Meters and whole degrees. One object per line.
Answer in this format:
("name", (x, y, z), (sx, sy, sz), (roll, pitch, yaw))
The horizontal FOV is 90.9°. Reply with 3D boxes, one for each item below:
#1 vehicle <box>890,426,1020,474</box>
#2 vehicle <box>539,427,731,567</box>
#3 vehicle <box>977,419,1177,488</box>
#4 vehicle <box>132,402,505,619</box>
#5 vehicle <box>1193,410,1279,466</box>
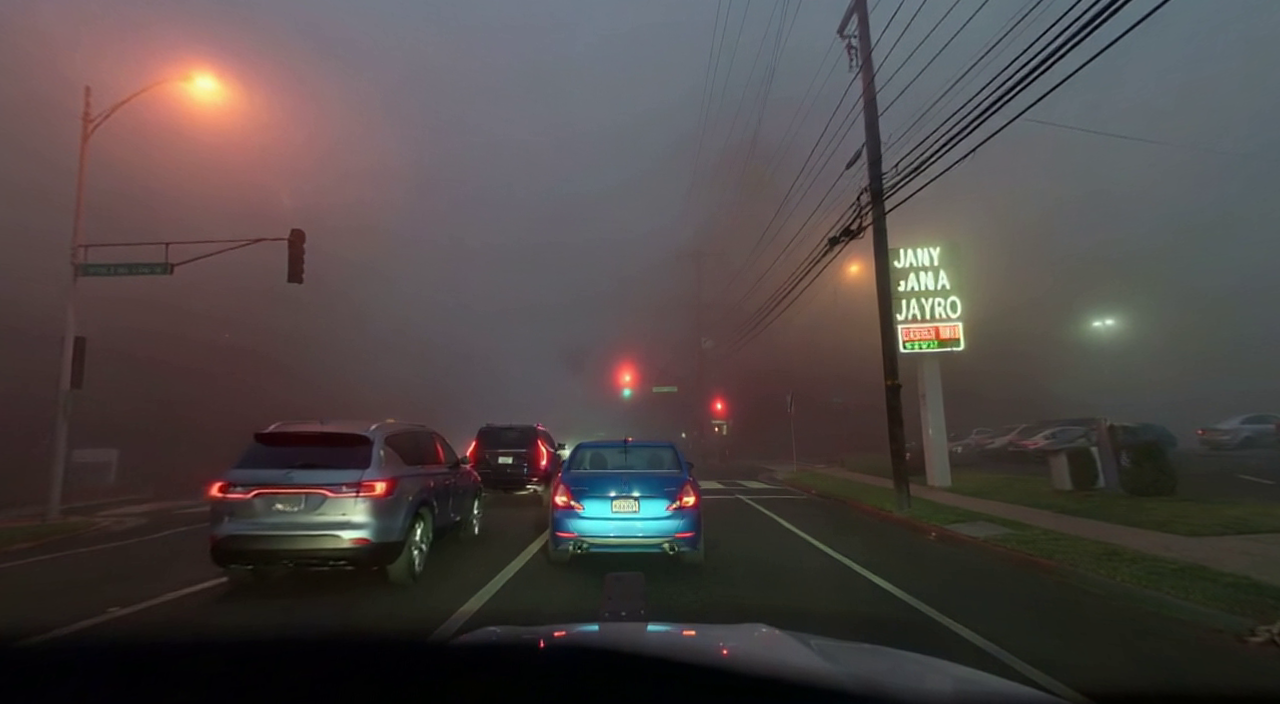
("vehicle", (10.643, 3.351, 21.731), (1.842, 1.471, 4.481), (1, -8, -5))
("vehicle", (-0.147, 1.873, 8.980), (2.070, 1.481, 4.216), (0, -8, -3))
("vehicle", (10.528, 2.491, 15.690), (1.888, 1.455, 4.268), (0, -8, 0))
("vehicle", (-2.932, 1.523, 6.932), (2.003, 1.681, 3.878), (0, -8, 0))
("vehicle", (18.709, 2.558, 18.671), (4.446, 1.511, 1.977), (4, -10, -29))
